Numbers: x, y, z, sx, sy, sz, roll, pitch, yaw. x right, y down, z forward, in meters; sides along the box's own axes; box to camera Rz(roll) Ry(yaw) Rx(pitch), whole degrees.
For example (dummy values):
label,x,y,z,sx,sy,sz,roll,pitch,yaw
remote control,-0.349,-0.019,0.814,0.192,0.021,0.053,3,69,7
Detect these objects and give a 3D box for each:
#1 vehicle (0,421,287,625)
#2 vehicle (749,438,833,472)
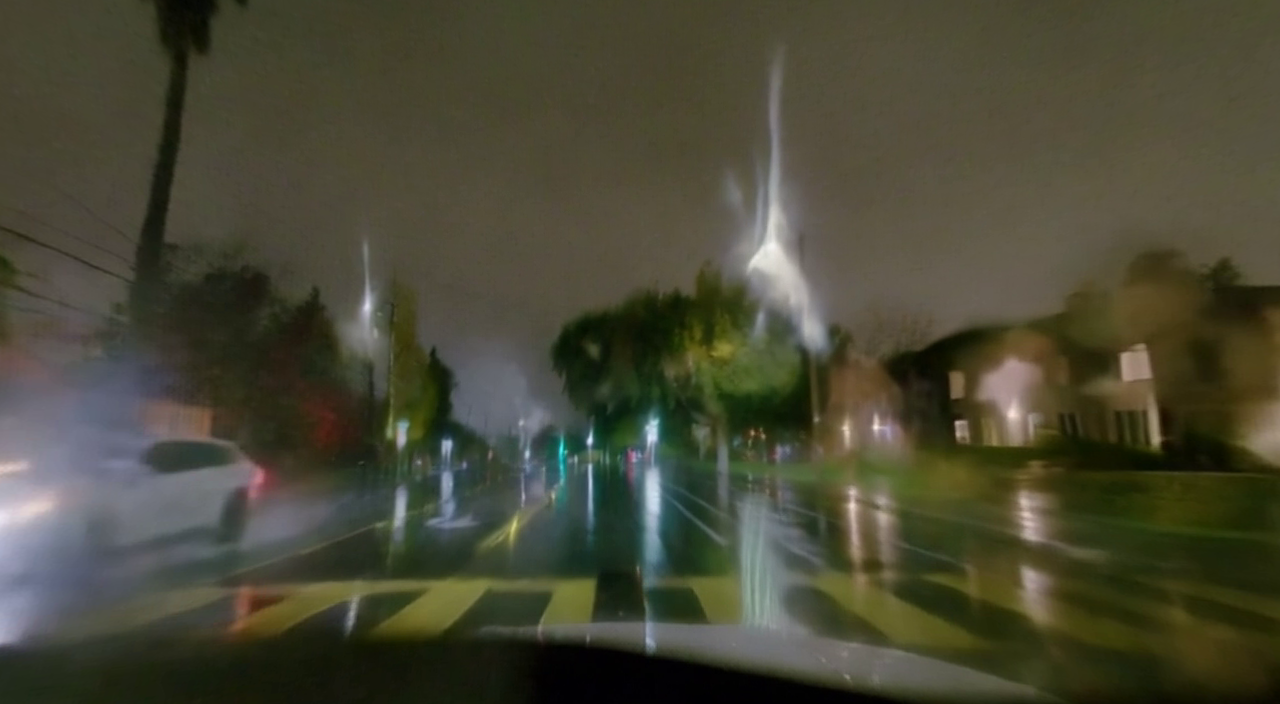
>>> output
label,x,y,z,sx,sy,sz,roll,pitch,yaw
vehicle,-6.862,1.867,7.867,2.247,1.801,4.672,0,-9,-1
vehicle,9.694,6.646,40.740,4.697,1.861,2.126,1,-12,-16
